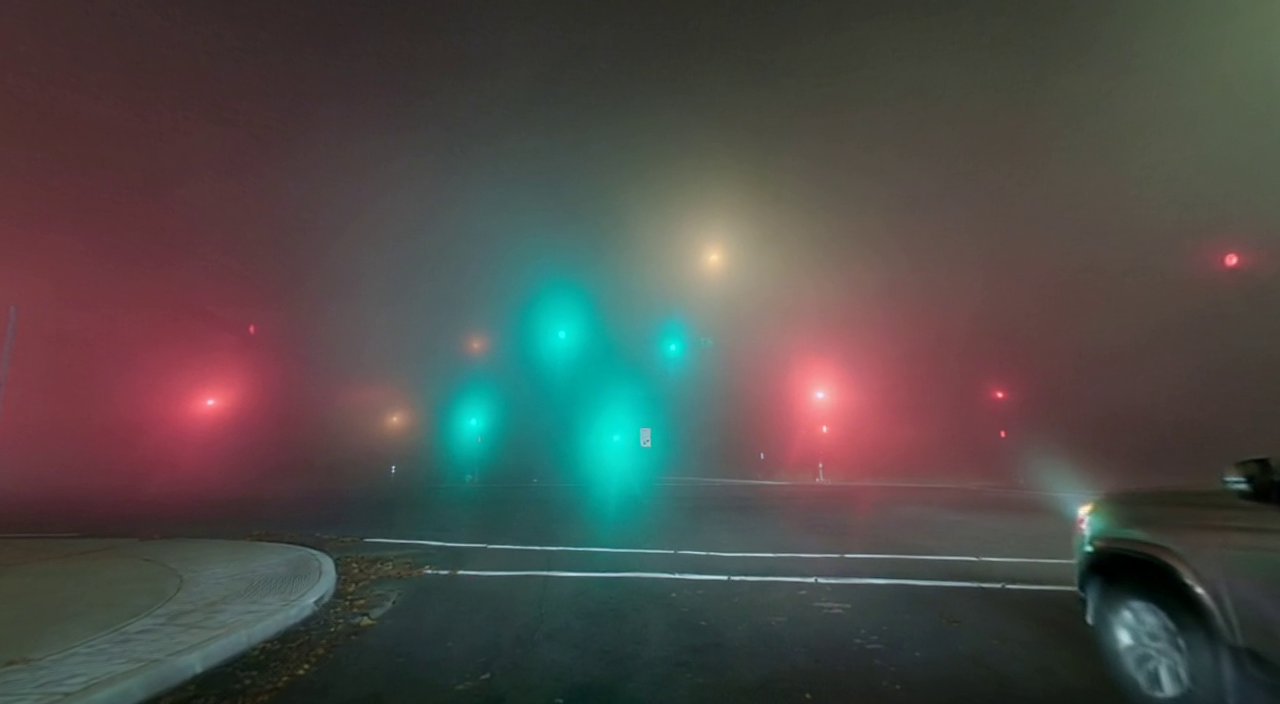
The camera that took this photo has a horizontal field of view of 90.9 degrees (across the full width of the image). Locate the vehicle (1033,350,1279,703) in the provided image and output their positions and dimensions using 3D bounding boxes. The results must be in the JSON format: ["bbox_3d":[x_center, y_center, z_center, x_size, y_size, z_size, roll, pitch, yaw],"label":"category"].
[{"bbox_3d":[3.096,0.704,1.322,1.938,1.648,4.211,-1,-8,3],"label":"vehicle"}]
